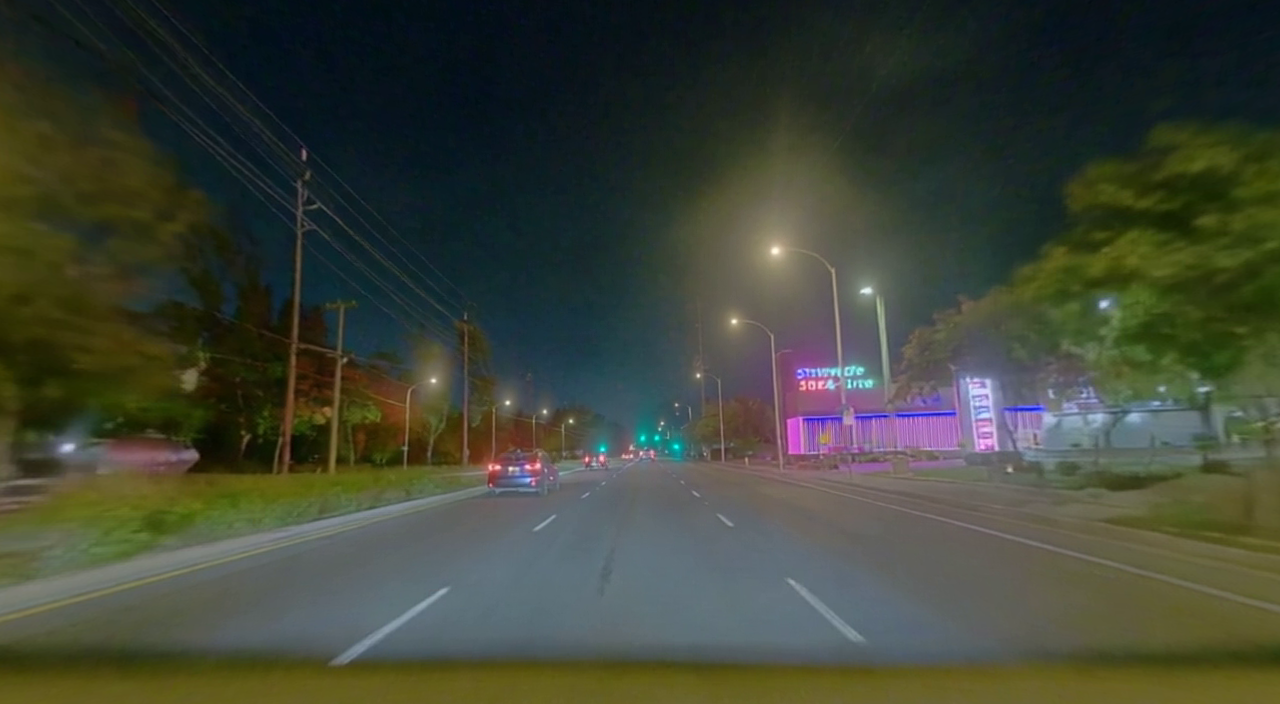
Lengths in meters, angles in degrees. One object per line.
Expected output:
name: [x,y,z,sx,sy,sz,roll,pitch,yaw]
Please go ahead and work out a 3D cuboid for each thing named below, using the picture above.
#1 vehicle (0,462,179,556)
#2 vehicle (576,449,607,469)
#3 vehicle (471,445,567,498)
vehicle: [-8.067,1.842,7.673,2.700,0.905,2.928,0,-9,-1]
vehicle: [-3.754,8.435,49.590,2.039,1.479,4.257,0,-9,0]
vehicle: [-3.592,3.634,19.586,2.076,1.444,4.328,0,-9,1]
